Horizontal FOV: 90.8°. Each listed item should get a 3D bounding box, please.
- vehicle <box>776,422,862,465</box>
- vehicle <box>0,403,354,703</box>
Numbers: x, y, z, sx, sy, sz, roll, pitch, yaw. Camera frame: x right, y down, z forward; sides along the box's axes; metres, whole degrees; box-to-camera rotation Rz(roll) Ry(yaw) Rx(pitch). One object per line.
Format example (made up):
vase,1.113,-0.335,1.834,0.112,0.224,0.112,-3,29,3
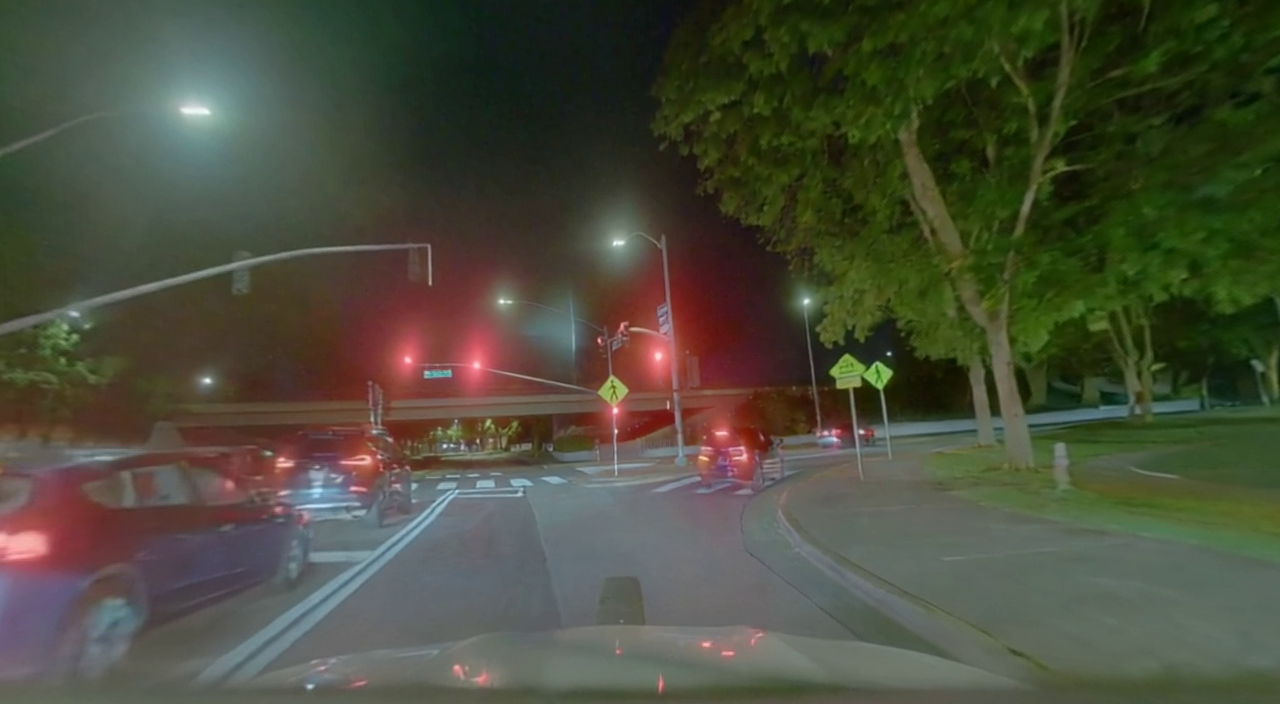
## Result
vehicle,7.539,3.824,26.381,1.908,1.622,4.166,-7,-11,39
vehicle,-3.661,1.236,4.177,2.176,1.489,4.518,1,-9,-11
